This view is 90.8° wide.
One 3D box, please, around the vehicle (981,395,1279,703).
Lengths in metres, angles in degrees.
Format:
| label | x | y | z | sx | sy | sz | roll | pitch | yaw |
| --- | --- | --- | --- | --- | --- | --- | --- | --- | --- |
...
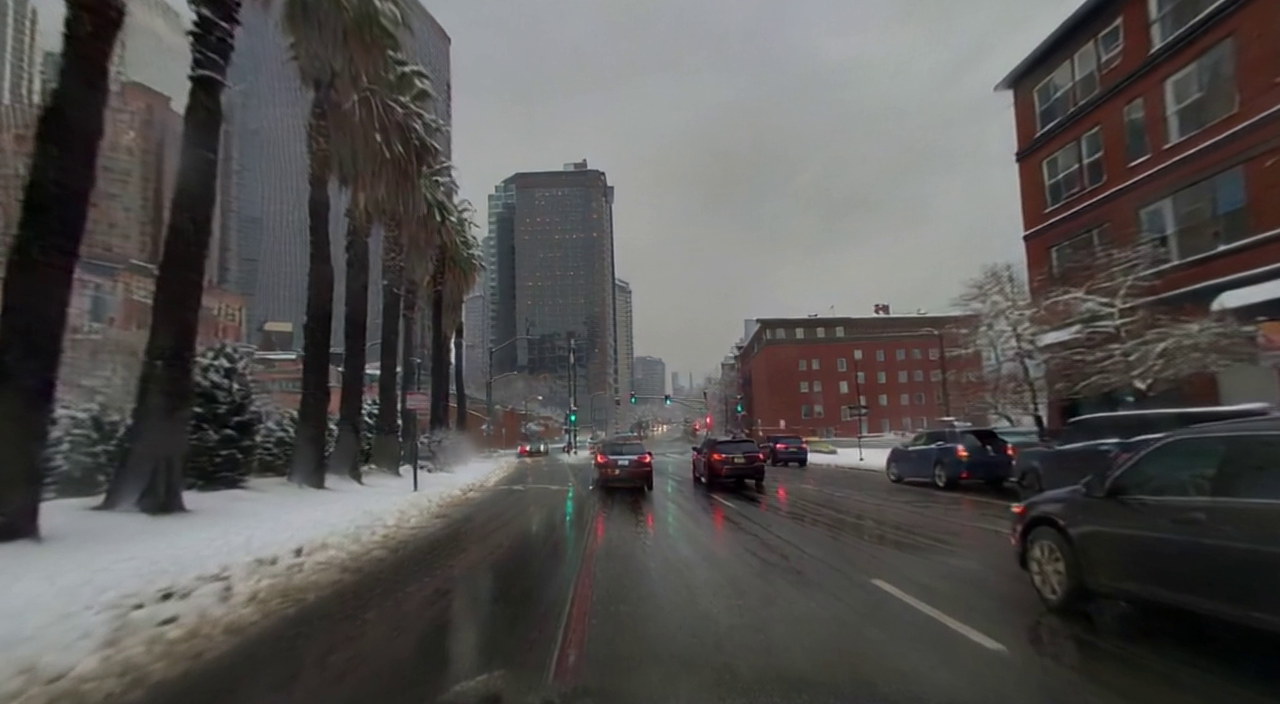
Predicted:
| label | x | y | z | sx | sy | sz | roll | pitch | yaw |
| --- | --- | --- | --- | --- | --- | --- | --- | --- | --- |
| vehicle | 3.955 | 0.977 | 3.213 | 1.920 | 1.490 | 4.417 | 0 | -8 | -1 |

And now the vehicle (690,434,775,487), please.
| label | x | y | z | sx | sy | sz | roll | pitch | yaw |
| --- | --- | --- | --- | --- | --- | --- | --- | --- | --- |
| vehicle | 2.800 | 3.376 | 20.001 | 1.909 | 1.500 | 3.524 | 0 | -8 | -4 |

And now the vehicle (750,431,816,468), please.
| label | x | y | z | sx | sy | sz | roll | pitch | yaw |
| --- | --- | --- | --- | --- | --- | --- | --- | --- | --- |
| vehicle | 7.023 | 4.860 | 31.640 | 2.000 | 1.685 | 4.487 | 0 | -8 | -3 |

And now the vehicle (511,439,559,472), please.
| label | x | y | z | sx | sy | sz | roll | pitch | yaw |
| --- | --- | --- | --- | --- | --- | --- | --- | --- | --- |
| vehicle | -5.245 | 5.188 | 31.976 | 1.977 | 1.501 | 4.435 | 0 | -8 | -4 |

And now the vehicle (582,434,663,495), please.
| label | x | y | z | sx | sy | sz | roll | pitch | yaw |
| --- | --- | --- | --- | --- | --- | --- | --- | --- | --- |
| vehicle | -0.524 | 3.110 | 17.878 | 2.048 | 1.503 | 3.681 | 0 | -8 | -3 |

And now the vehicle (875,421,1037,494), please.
| label | x | y | z | sx | sy | sz | roll | pitch | yaw |
| --- | --- | --- | --- | --- | --- | --- | --- | --- | --- |
| vehicle | 8.419 | 2.844 | 17.404 | 1.946 | 1.715 | 4.365 | 0 | -8 | -4 |
